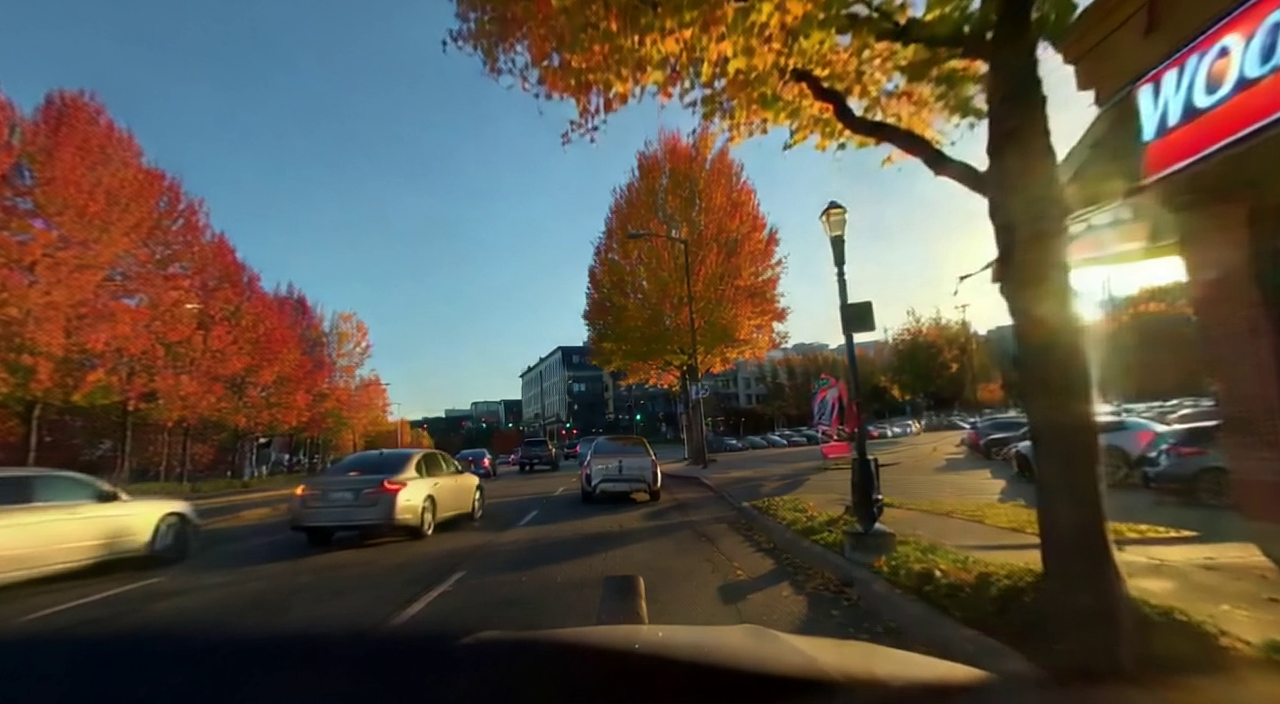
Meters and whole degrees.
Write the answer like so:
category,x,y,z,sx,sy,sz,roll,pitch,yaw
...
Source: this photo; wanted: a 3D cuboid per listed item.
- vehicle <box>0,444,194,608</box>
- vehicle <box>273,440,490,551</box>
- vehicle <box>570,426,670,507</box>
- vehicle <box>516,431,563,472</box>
category,x,y,z,sx,sy,sz,roll,pitch,yaw
vehicle,-7.662,1.894,7.174,2.051,1.681,4.193,1,-9,0
vehicle,-4.265,2.421,11.399,1.974,1.549,4.603,1,-9,0
vehicle,-0.524,2.777,15.607,2.144,1.704,4.028,1,-9,-3
vehicle,-5.247,5.290,33.479,2.082,2.018,4.308,1,-9,-4
